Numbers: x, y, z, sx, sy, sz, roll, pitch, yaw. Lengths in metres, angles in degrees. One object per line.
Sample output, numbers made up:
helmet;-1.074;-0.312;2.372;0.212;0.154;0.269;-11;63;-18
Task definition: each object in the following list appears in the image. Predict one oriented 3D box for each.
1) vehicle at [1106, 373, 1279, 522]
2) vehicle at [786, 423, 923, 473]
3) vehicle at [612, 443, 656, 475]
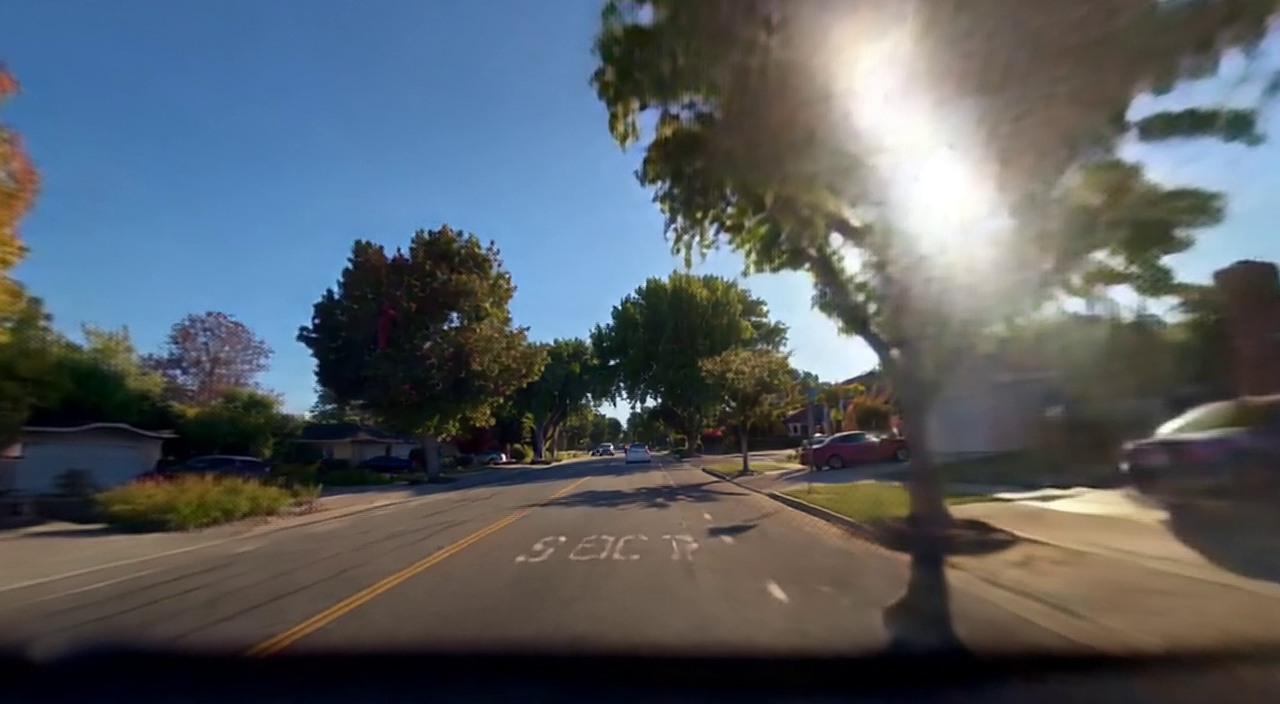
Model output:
vehicle;9.524;1.126;8.643;4.634;1.723;1.966;-4;-8;-2
vehicle;8.689;3.940;25.936;4.740;1.467;2.074;-6;-8;-3
vehicle;-0.307;5.443;32.325;2.098;1.483;4.099;0;-9;0
